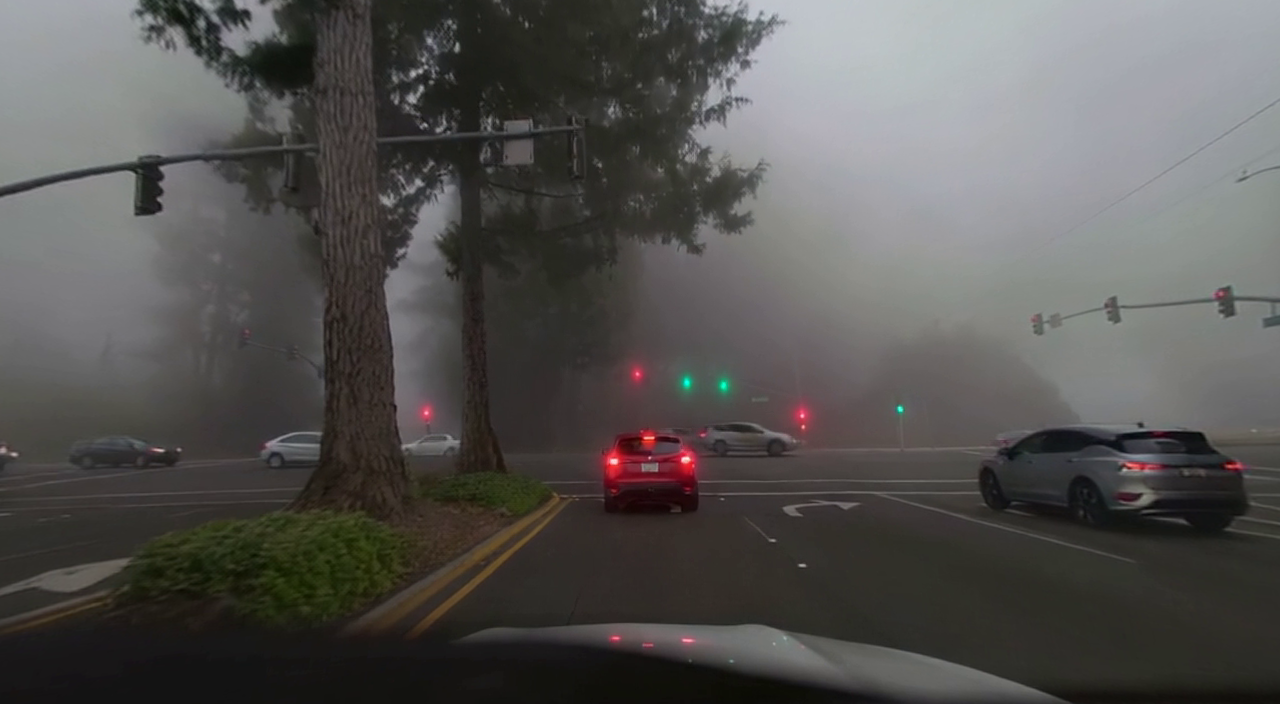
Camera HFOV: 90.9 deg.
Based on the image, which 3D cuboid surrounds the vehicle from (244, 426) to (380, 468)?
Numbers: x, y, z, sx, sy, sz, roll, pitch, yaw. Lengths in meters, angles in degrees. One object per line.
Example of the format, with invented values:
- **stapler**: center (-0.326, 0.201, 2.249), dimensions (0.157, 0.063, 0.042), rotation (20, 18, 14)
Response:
- **vehicle**: center (-14.495, 4.222, 28.107), dimensions (4.921, 1.757, 2.036), rotation (-1, -8, 2)

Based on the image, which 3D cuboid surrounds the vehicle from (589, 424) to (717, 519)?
- **vehicle**: center (0.167, 2.195, 12.033), dimensions (2.041, 1.485, 3.813), rotation (0, -8, -1)

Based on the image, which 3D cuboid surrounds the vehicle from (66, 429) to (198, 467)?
- **vehicle**: center (-25.332, 4.814, 31.586), dimensions (4.833, 1.784, 2.027), rotation (0, -8, 0)

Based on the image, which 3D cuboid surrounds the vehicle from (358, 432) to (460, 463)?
- **vehicle**: center (-11.545, 4.791, 31.692), dimensions (4.399, 1.445, 1.769), rotation (-1, -8, 2)

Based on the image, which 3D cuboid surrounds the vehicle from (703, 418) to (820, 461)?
- **vehicle**: center (5.323, 3.890, 28.128), dimensions (4.786, 1.803, 1.967), rotation (0, -8, 0)

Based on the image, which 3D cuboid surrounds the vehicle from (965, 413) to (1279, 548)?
- **vehicle**: center (7.142, 1.845, 9.731), dimensions (1.901, 1.577, 4.348), rotation (0, -8, 0)
